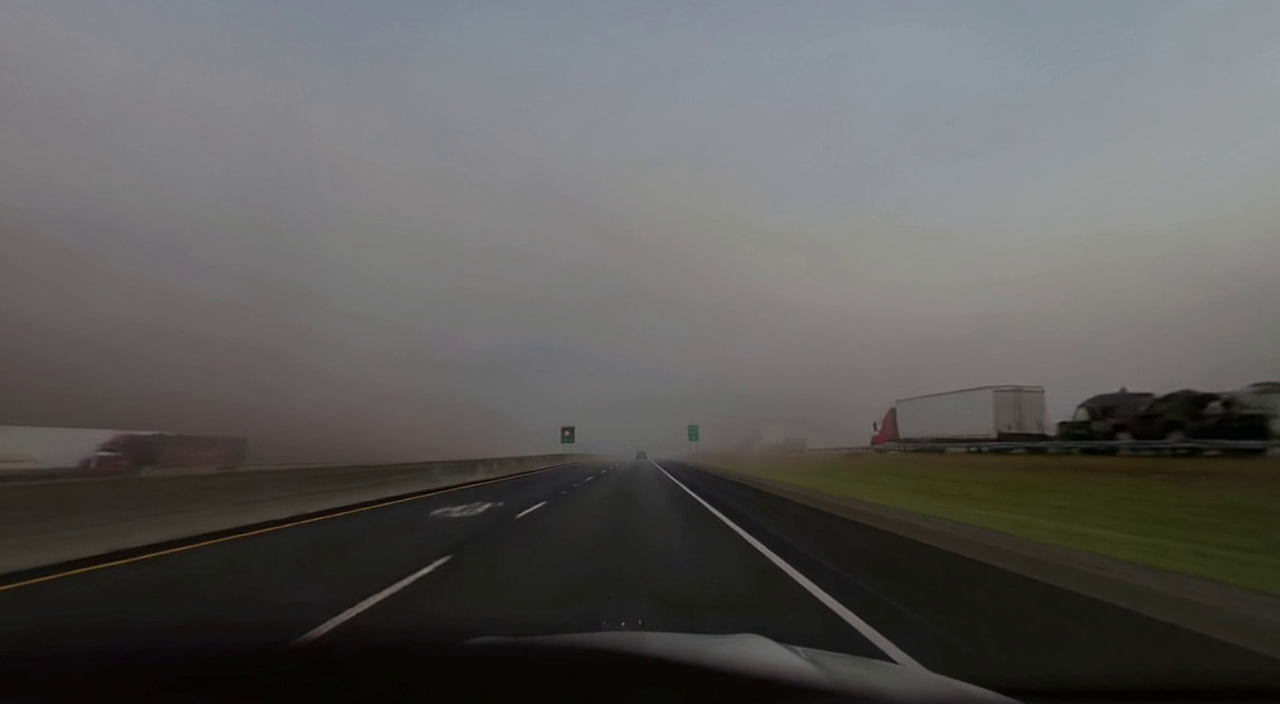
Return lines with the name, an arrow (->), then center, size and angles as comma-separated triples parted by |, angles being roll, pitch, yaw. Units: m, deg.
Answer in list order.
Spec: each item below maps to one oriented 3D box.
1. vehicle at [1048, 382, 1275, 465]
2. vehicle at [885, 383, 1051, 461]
vehicle -> 20.655, 3.062, 25.793 | 2.558, 2.886, 7.552 | 0, -9, -2
vehicle -> 20.672, 5.069, 41.657 | 2.861, 4.047, 15.002 | -3, -10, 0
